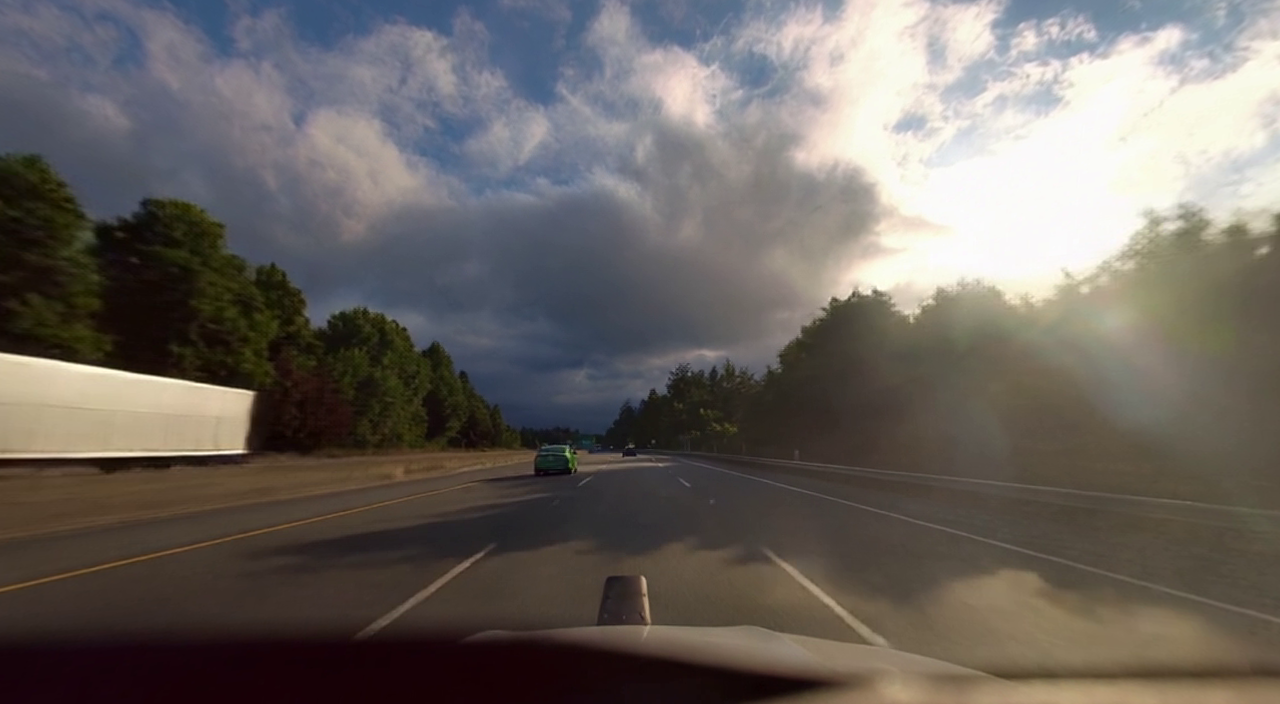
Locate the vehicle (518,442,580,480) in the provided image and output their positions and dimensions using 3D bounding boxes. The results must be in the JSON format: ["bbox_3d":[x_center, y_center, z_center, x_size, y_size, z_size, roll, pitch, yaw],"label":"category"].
[{"bbox_3d":[-4.005,4.876,28.460,2.083,1.560,4.713,0,-9,0],"label":"vehicle"}]

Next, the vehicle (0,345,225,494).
[{"bbox_3d":[-17.412,1.909,17.141,2.973,3.650,13.844,0,-9,-1],"label":"vehicle"}]
